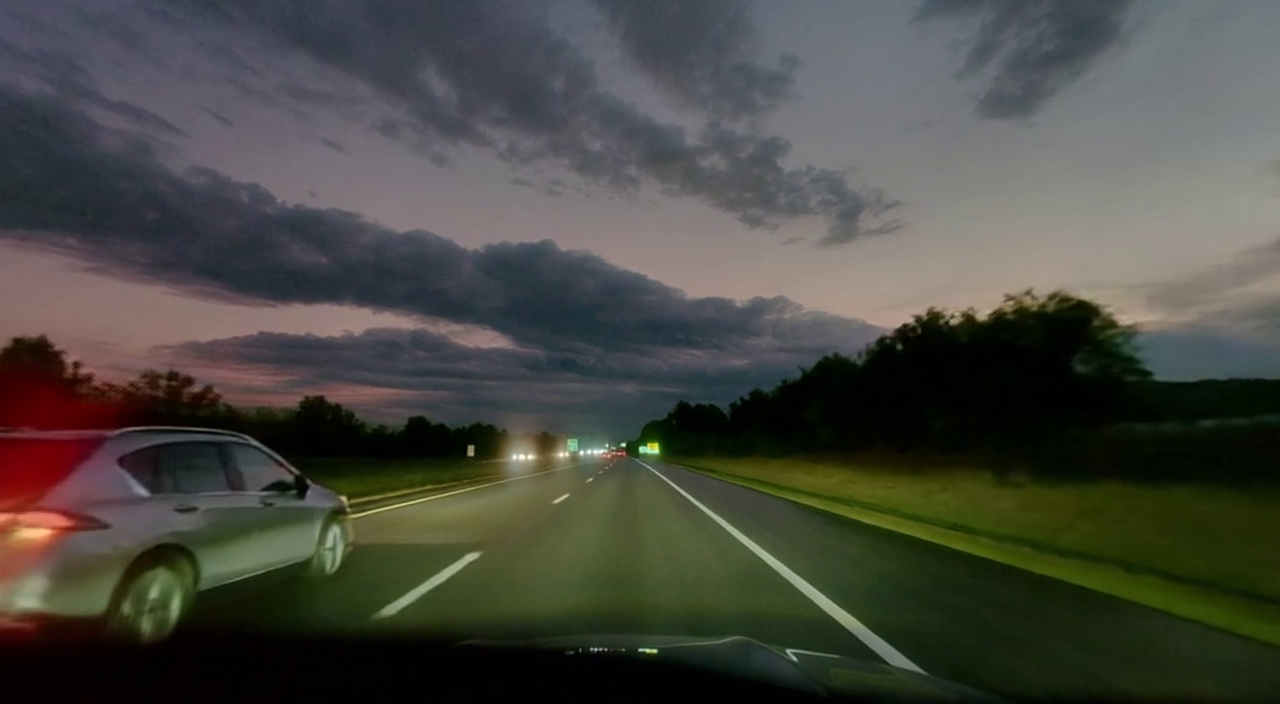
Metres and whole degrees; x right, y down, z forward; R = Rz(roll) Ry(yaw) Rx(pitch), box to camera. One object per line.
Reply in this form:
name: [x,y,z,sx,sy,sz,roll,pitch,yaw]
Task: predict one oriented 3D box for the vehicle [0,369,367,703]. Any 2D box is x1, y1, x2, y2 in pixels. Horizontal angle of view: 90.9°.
vehicle: [-3.928,1.153,4.240,2.135,1.686,4.517,0,-9,0]
